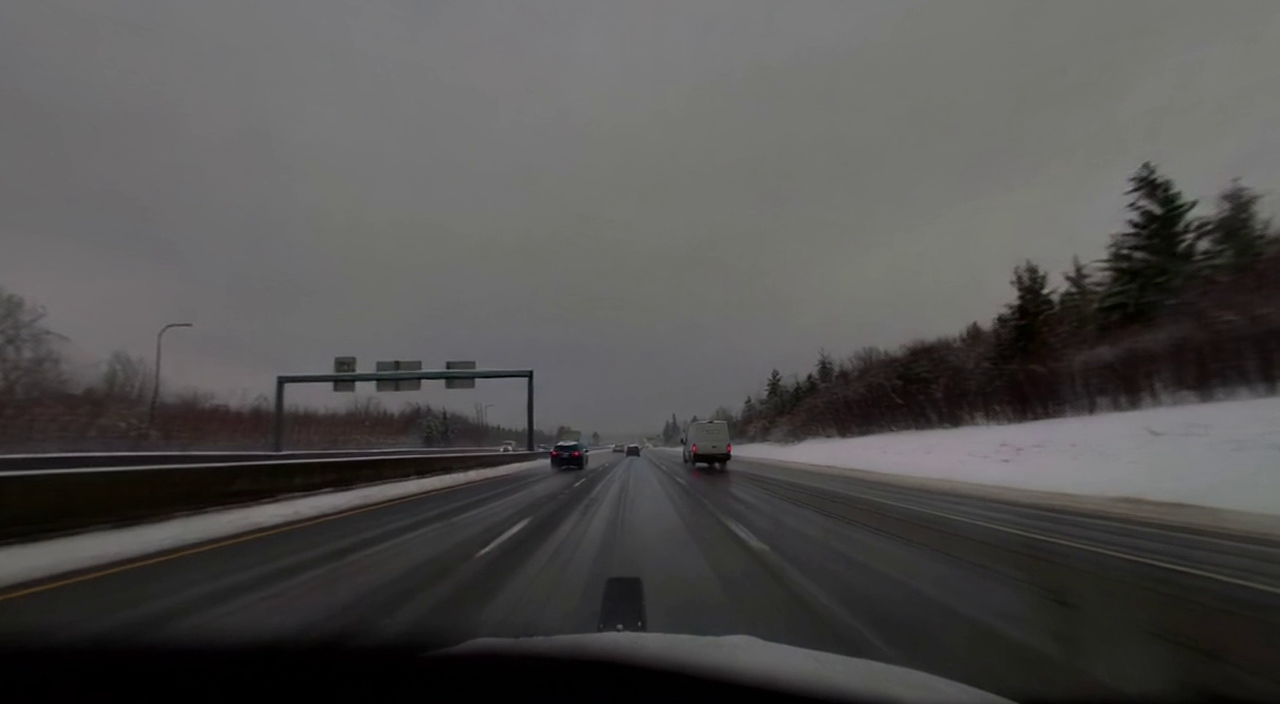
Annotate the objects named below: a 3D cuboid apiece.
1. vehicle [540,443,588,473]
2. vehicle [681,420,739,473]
[{"bbox_3d":[-4.079,5.780,34.454,2.054,1.529,4.368,0,-9,1],"label":"vehicle"},{"bbox_3d":[3.752,5.246,34.898,2.361,2.636,5.684,0,-9,-1],"label":"vehicle"}]
